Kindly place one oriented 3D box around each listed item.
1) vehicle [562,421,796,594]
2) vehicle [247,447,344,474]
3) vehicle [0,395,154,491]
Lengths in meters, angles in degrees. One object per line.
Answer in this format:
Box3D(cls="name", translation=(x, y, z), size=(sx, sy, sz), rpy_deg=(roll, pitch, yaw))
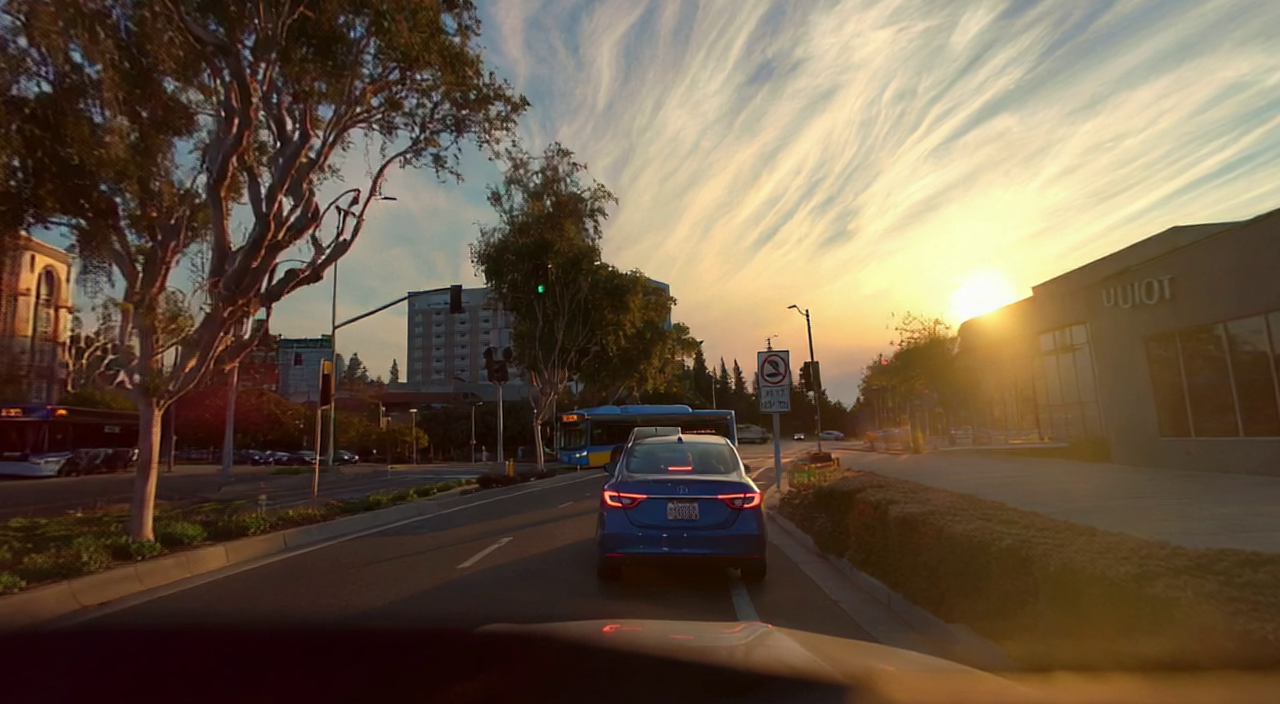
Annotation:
Box3D(cls="vehicle", translation=(0.367, 1.625, 7.396), size=(2.006, 1.470, 3.799), rpy_deg=(0, -8, 1))
Box3D(cls="vehicle", translation=(-20.363, 6.379, 37.585), size=(1.883, 1.461, 4.830), rpy_deg=(-4, -9, 23))
Box3D(cls="vehicle", translation=(-25.971, 3.644, 25.311), size=(2.692, 3.685, 10.153), rpy_deg=(-3, -9, 20))
